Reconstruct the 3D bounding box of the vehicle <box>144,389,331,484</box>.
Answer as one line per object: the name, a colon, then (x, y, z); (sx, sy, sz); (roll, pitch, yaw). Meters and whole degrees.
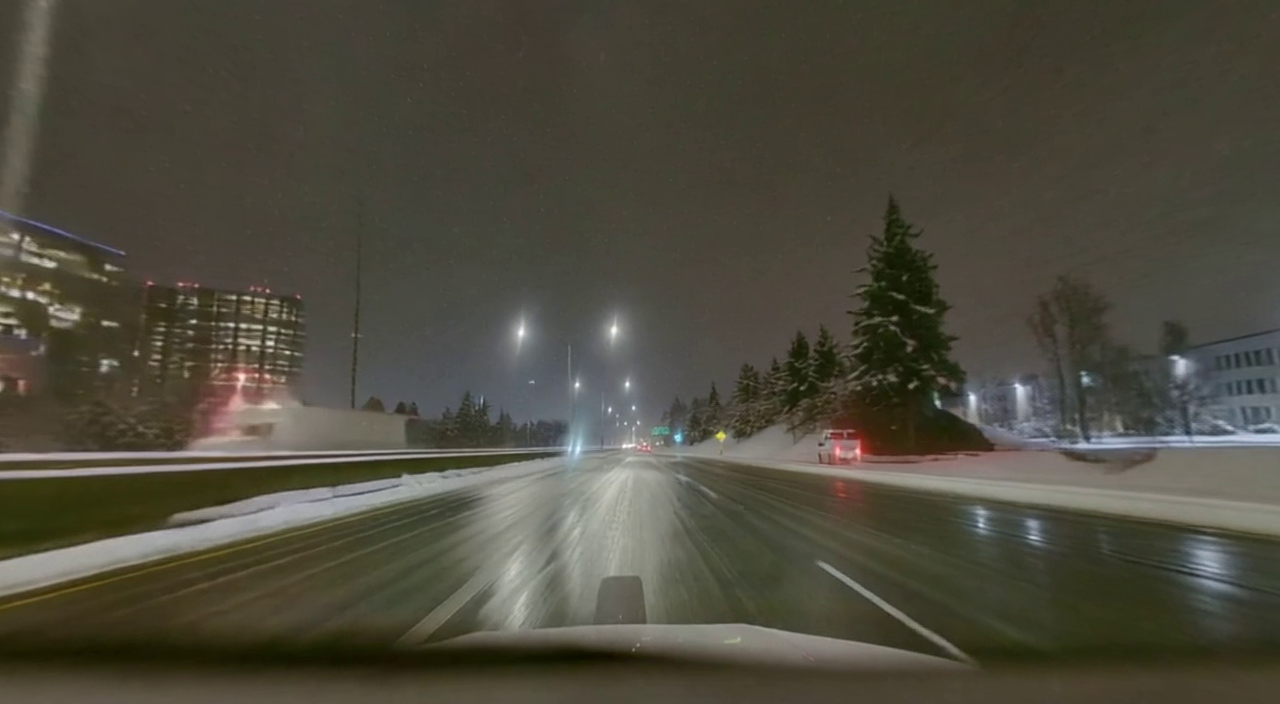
vehicle: (-17.848, 3.912, 28.996); (3.120, 3.701, 8.247); (0, -9, -1)
